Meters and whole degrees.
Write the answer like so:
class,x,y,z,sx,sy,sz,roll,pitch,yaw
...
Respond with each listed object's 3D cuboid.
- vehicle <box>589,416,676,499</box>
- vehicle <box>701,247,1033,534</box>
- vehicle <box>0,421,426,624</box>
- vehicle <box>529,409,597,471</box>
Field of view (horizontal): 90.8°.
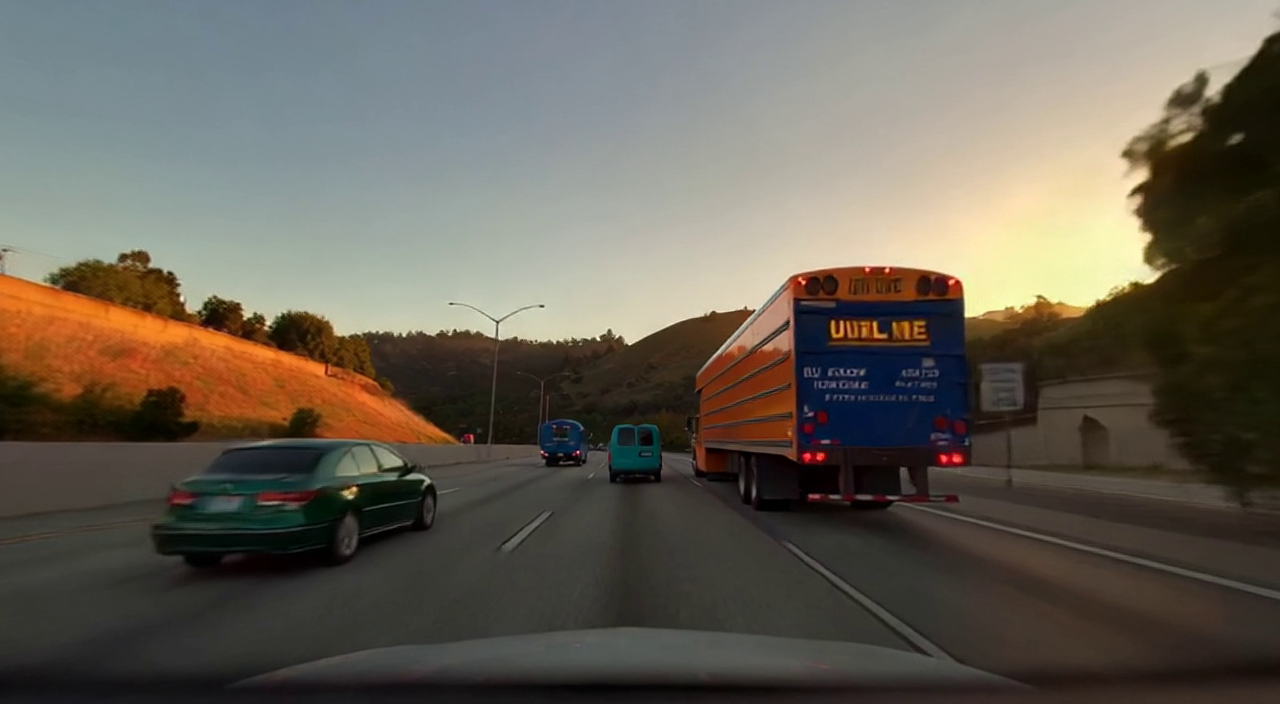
class,x,y,z,sx,sy,sz,roll,pitch,yaw
vehicle,-0.256,2.804,17.145,2.037,1.929,4.343,0,-8,-2
vehicle,3.809,1.441,15.598,3.006,4.101,13.245,0,-8,-1
vehicle,-4.054,1.549,6.734,2.039,1.453,4.197,0,-8,0
vehicle,-4.088,4.938,35.235,2.947,3.009,7.991,0,-8,-1
